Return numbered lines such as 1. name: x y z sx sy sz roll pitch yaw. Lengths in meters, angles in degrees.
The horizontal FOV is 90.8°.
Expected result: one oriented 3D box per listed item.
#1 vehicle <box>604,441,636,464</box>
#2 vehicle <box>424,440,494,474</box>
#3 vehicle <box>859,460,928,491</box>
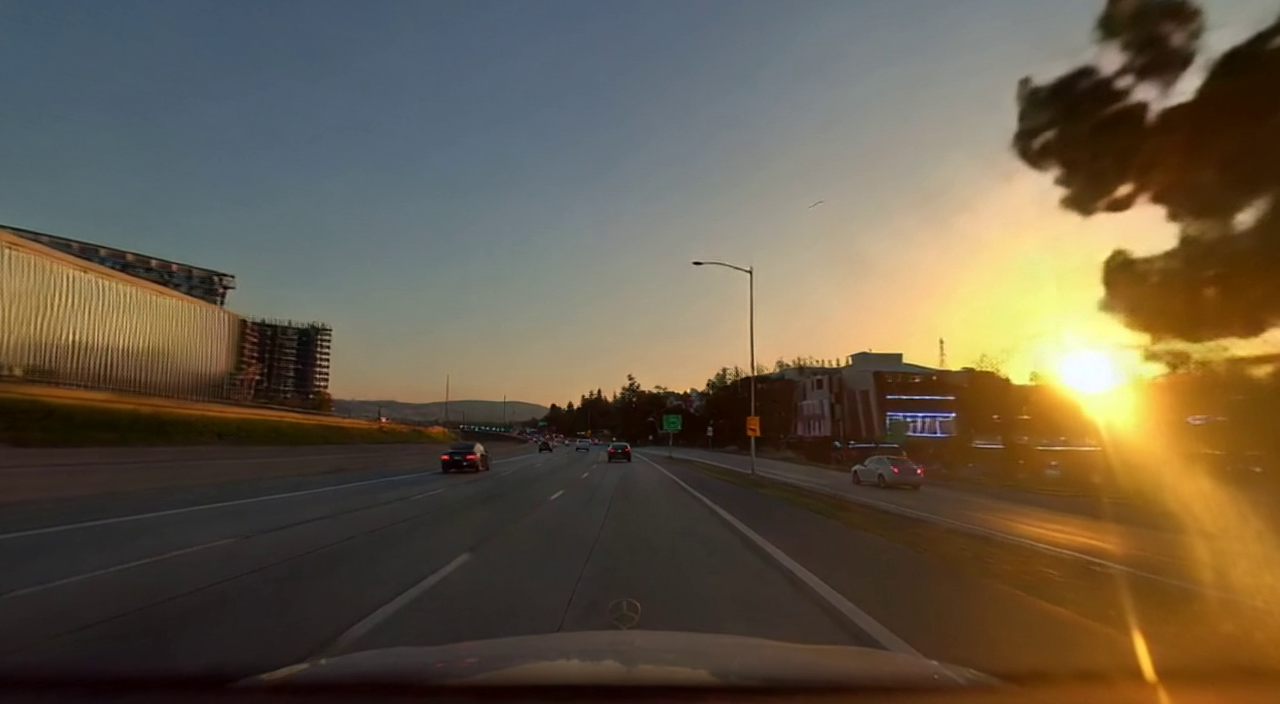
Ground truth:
1. vehicle: -1.398 6.782 42.681 2.038 1.414 4.357 0 -9 -3
2. vehicle: -8.323 4.872 29.484 2.009 1.454 4.250 0 -9 -1
3. vehicle: 16.102 7.813 40.323 2.023 1.782 4.193 2 -9 -11
